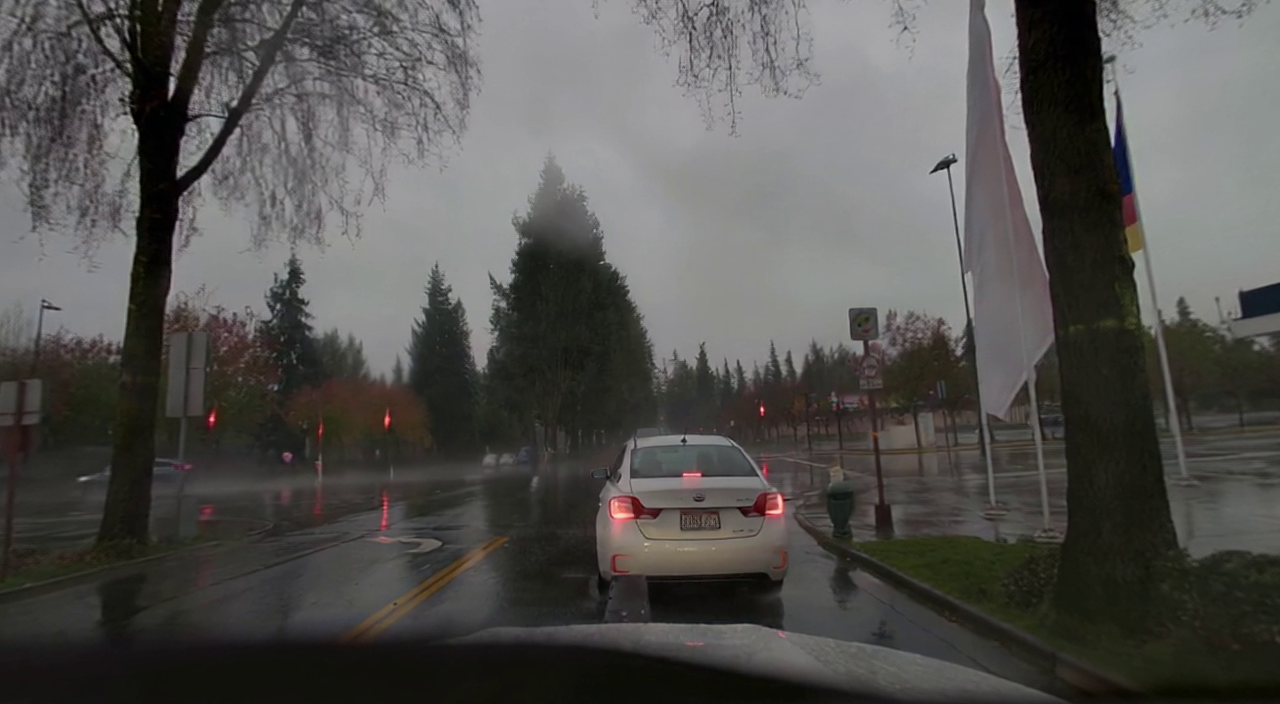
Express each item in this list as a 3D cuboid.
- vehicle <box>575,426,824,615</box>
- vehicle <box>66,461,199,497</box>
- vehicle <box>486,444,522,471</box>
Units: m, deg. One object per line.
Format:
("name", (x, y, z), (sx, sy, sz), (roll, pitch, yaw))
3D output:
("vehicle", (0.384, 1.621, 6.897), (1.985, 1.463, 3.647), (0, -9, -3))
("vehicle", (-22.925, 5.724, 28.597), (4.278, 1.475, 1.804), (0, -9, -5))
("vehicle", (-10.389, 8.100, 48.541), (2.212, 1.948, 4.537), (1, -9, -6))
